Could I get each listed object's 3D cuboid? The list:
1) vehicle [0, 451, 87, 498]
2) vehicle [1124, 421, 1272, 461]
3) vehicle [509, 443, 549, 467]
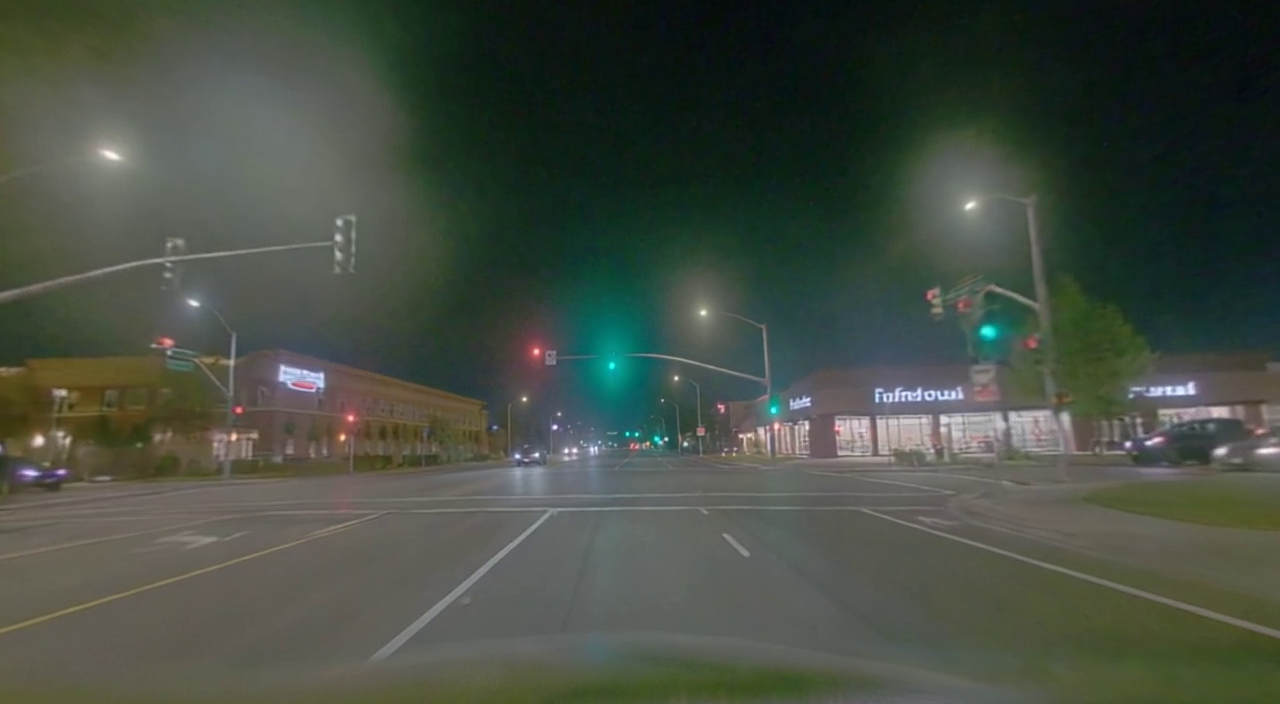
[{"bbox_3d":[-25.226,4.820,24.948,4.727,1.719,2.095,0,-8,1],"label":"vehicle"},{"bbox_3d":[26.496,4.242,30.158,4.797,1.792,2.345,0,-8,-1],"label":"vehicle"},{"bbox_3d":[-7.659,7.169,43.893,2.011,1.490,4.472,-3,-10,-1],"label":"vehicle"}]
